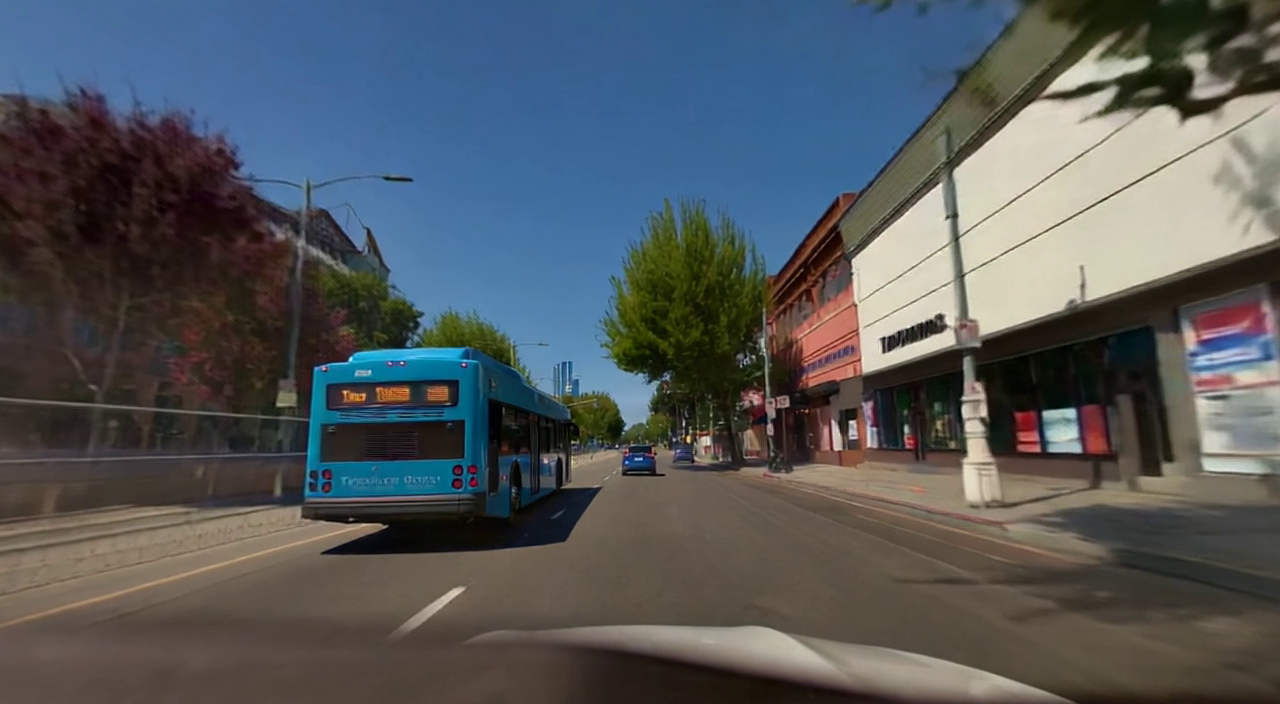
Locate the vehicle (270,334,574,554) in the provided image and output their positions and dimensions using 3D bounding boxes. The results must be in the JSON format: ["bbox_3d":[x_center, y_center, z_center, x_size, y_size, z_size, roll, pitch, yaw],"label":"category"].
[{"bbox_3d":[-3.303,1.782,12.644,2.920,2.884,8.588,0,-8,1],"label":"vehicle"}]

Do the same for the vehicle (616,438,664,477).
[{"bbox_3d":[0.018,5.030,30.336,2.120,1.727,3.917,0,-8,1],"label":"vehicle"}]
